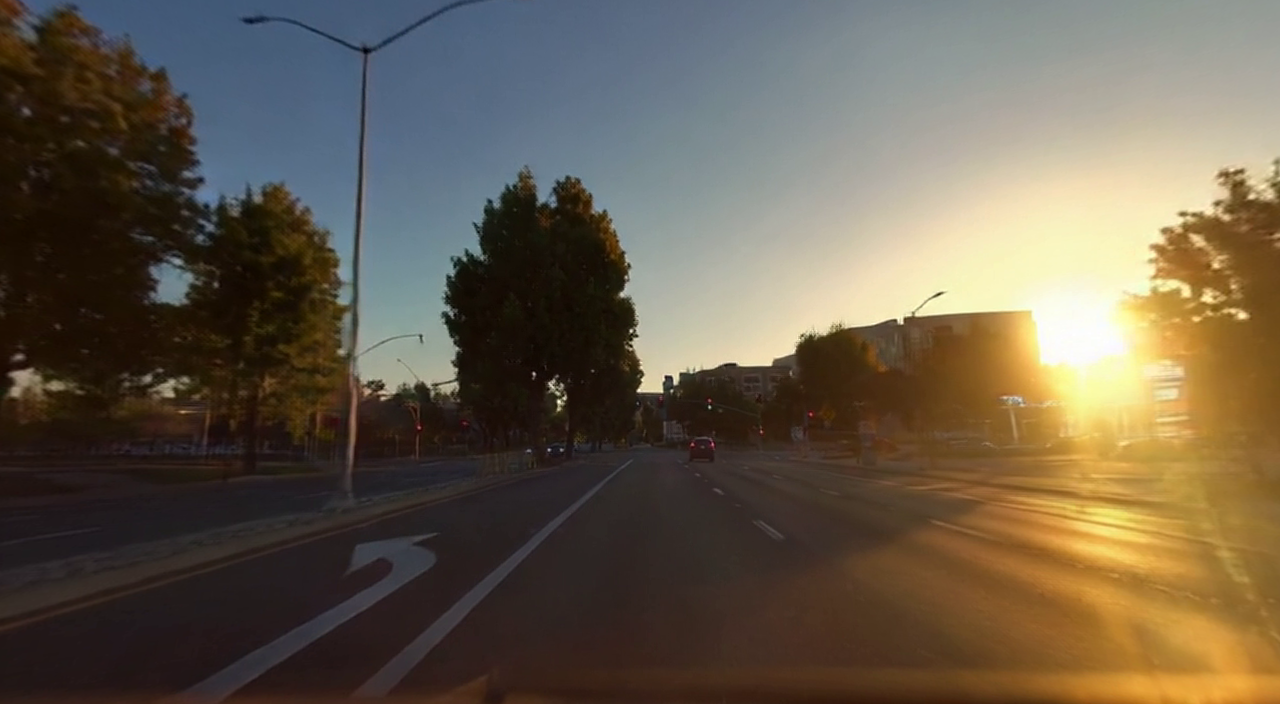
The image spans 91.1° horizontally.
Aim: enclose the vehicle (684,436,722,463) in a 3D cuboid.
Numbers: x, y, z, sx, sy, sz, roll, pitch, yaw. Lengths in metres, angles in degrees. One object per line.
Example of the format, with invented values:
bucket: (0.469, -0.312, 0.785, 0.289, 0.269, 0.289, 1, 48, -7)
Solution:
vehicle: (4.193, 6.593, 42.624, 2.090, 1.717, 4.063, 0, -9, -1)
